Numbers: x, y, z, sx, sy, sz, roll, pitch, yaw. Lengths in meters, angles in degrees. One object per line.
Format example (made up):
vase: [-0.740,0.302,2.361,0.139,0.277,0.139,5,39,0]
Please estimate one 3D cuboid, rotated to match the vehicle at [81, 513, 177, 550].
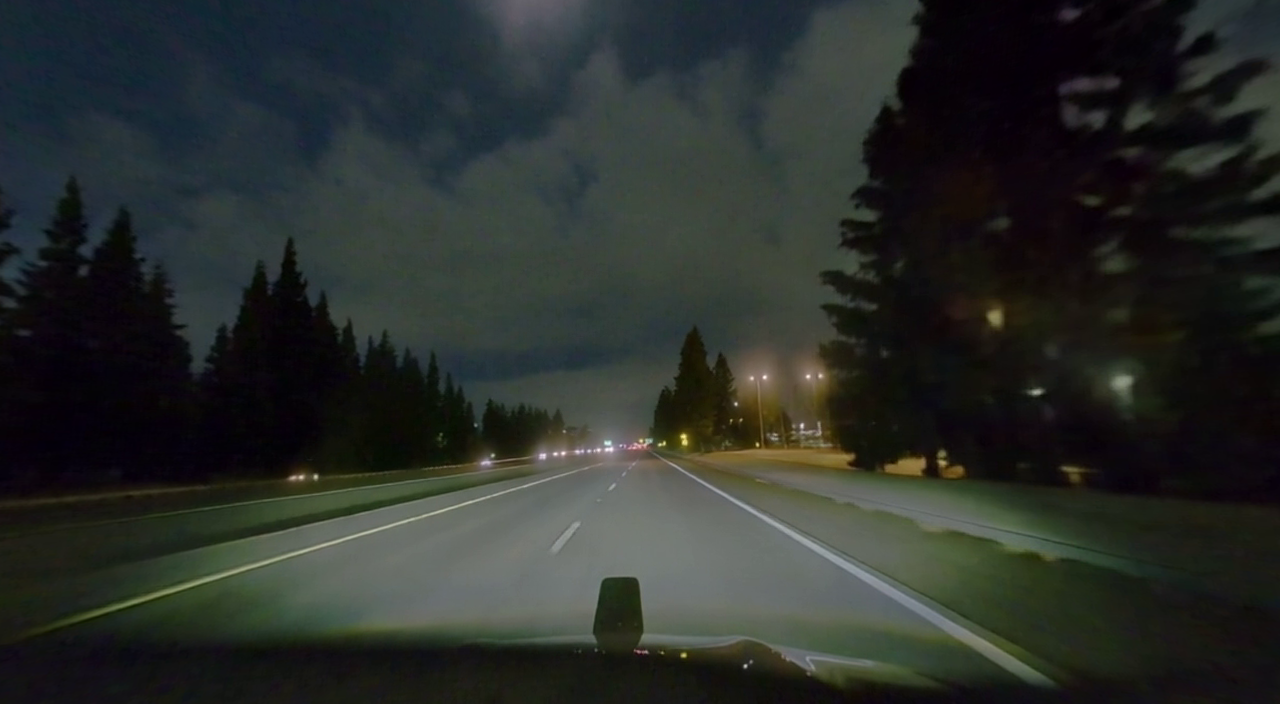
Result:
vehicle: [-30.498,10.727,37.796,1.775,1.530,4.579,-2,-9,3]
